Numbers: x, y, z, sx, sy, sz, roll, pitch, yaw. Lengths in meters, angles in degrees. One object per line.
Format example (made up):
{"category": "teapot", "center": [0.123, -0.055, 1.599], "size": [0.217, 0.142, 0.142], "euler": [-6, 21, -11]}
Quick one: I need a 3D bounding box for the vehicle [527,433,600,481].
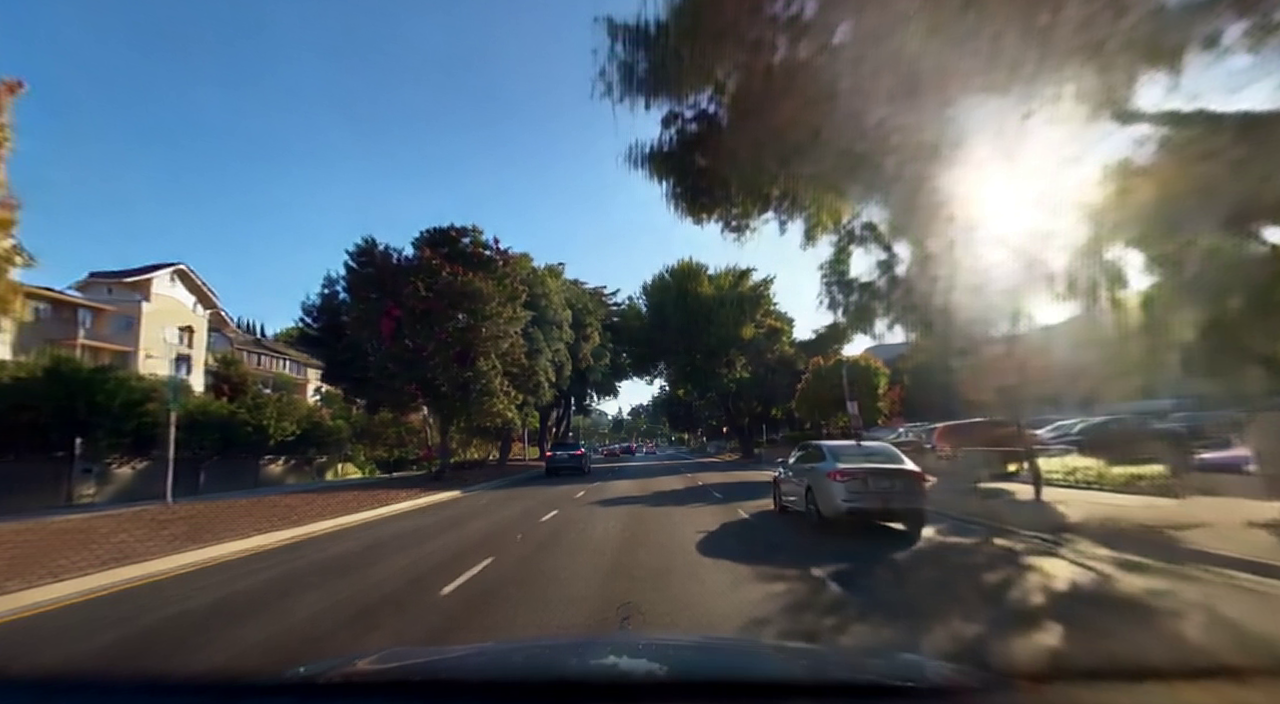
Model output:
{"category": "vehicle", "center": [-3.103, 4.397, 26.755], "size": [2.216, 1.828, 4.886], "euler": [-1, -8, 3]}

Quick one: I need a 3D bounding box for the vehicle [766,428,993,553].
{"category": "vehicle", "center": [3.402, 2.038, 10.020], "size": [1.945, 1.530, 4.320], "euler": [0, -8, 1]}
